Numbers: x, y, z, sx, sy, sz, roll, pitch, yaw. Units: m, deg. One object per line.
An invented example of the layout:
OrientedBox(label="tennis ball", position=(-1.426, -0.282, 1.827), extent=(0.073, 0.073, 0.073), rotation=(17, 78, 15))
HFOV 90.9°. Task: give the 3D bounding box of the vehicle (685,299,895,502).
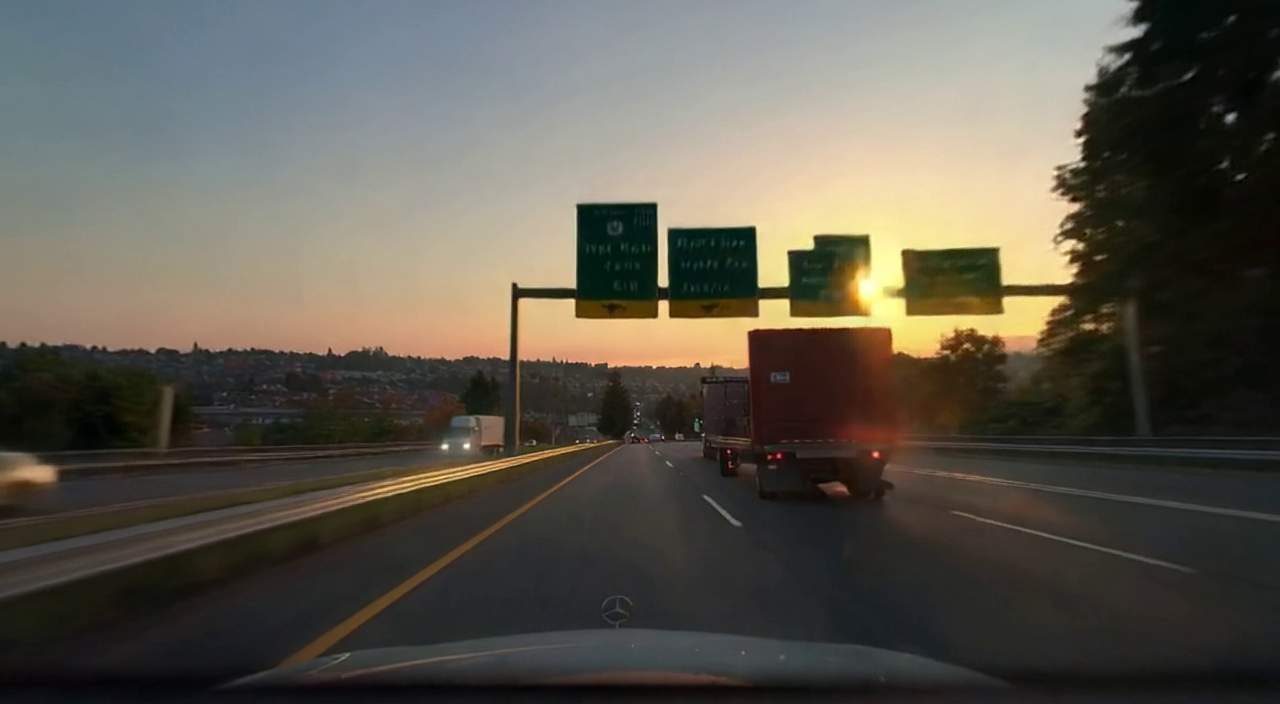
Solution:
OrientedBox(label="vehicle", position=(3.399, 1.781, 19.087), extent=(2.954, 3.995, 13.335), rotation=(0, -7, -1))

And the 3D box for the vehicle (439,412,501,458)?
OrientedBox(label="vehicle", position=(-13.116, 6.502, 49.366), extent=(2.697, 3.310, 7.825), rotation=(0, -7, -1))
